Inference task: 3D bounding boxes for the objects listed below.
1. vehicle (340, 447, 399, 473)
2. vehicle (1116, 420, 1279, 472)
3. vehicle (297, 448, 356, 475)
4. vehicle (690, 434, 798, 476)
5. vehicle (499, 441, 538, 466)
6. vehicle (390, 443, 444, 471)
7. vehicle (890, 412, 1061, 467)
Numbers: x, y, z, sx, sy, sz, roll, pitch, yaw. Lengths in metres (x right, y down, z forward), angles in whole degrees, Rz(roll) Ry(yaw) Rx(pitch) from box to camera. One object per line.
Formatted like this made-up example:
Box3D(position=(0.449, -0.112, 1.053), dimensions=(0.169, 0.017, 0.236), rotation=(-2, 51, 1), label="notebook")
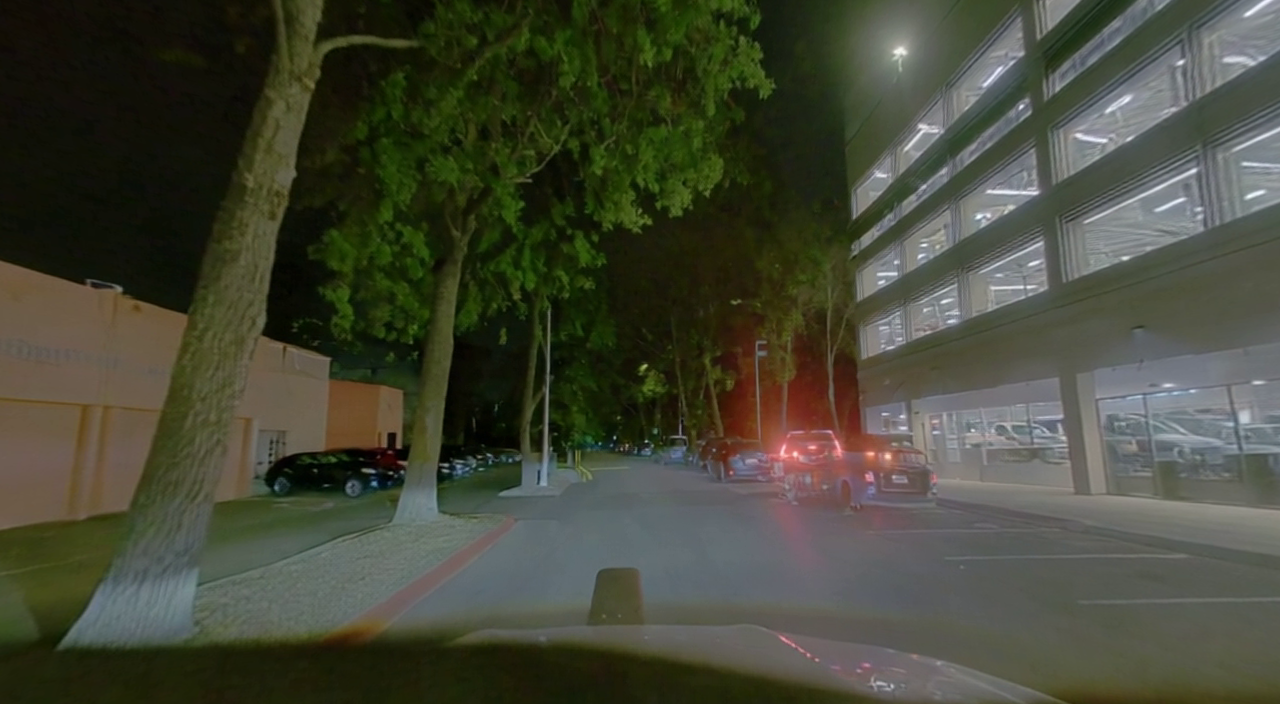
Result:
Box3D(position=(-17.733, 7.061, 41.618), dimensions=(1.850, 1.531, 4.256), rotation=(0, -8, 3), label="vehicle")
Box3D(position=(25.229, 4.233, 28.635), dimensions=(5.596, 2.168, 2.307), rotation=(2, -7, -5), label="vehicle")
Box3D(position=(-20.725, 7.225, 41.943), dimensions=(1.880, 1.617, 3.870), rotation=(0, -8, 0), label="vehicle")
Box3D(position=(4.657, 4.546, 28.075), dimensions=(4.626, 1.723, 1.939), rotation=(5, -10, -33), label="vehicle")
Box3D(position=(-8.417, 7.053, 44.131), dimensions=(1.993, 1.640, 4.457), rotation=(0, -8, -2), label="vehicle")
Box3D(position=(-14.886, 6.992, 42.349), dimensions=(1.888, 1.657, 4.138), rotation=(0, -8, 4), label="vehicle")
Box3D(position=(13.304, 3.504, 25.352), dimensions=(5.540, 2.045, 2.259), rotation=(0, -8, -3), label="vehicle")
